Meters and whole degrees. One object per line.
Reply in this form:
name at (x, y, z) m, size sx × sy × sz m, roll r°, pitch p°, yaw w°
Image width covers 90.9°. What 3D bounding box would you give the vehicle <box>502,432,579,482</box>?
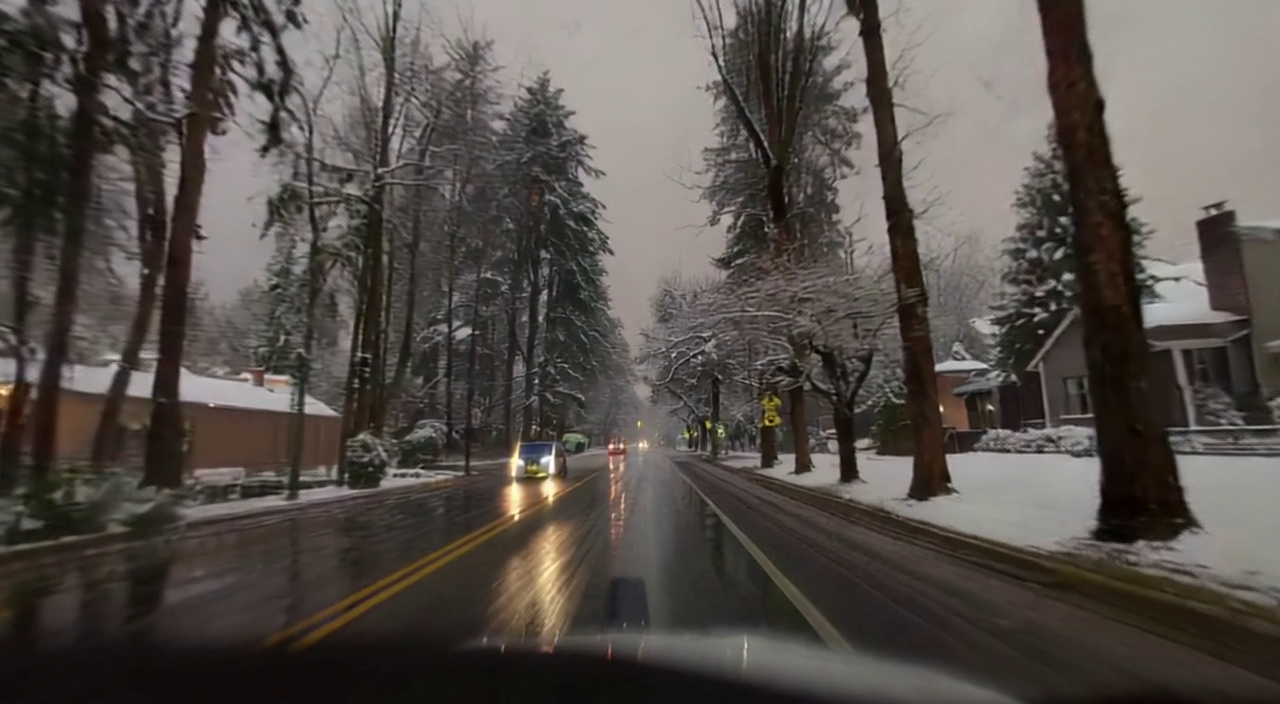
vehicle at (-3.865, 4.177, 25.393) m, size 2.172 × 1.793 × 4.696 m, roll 0°, pitch -8°, yaw 2°
